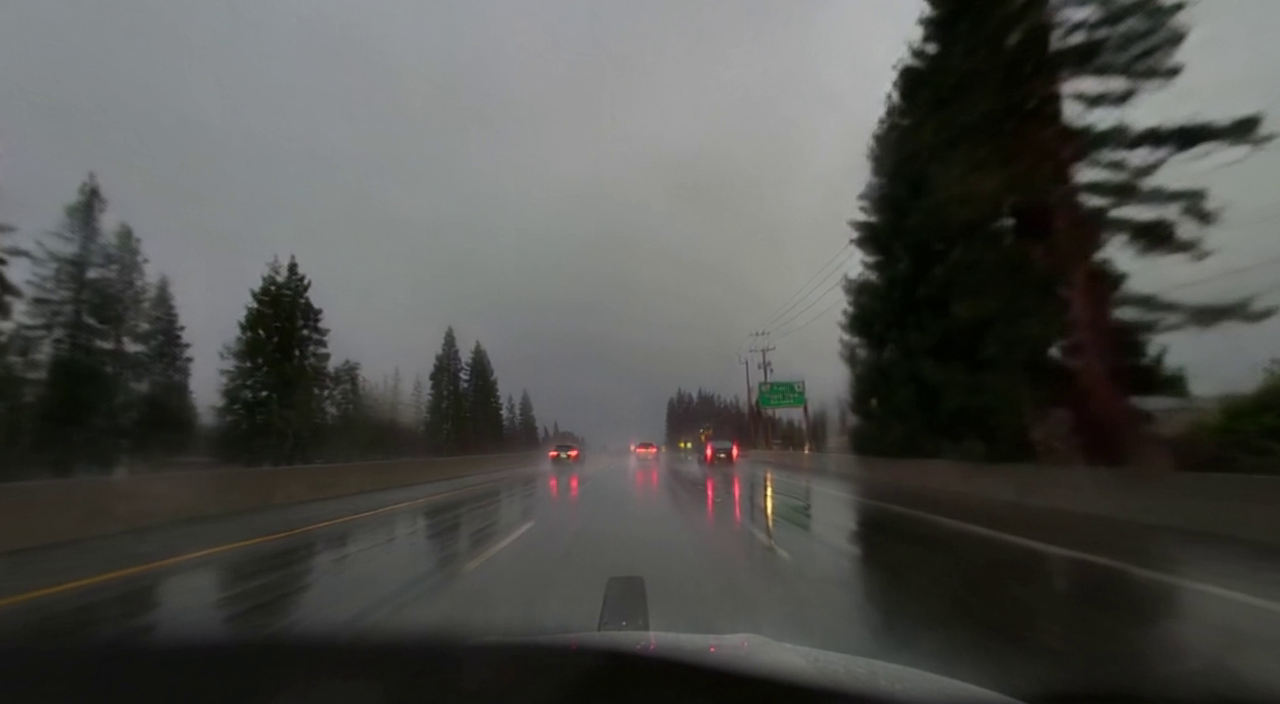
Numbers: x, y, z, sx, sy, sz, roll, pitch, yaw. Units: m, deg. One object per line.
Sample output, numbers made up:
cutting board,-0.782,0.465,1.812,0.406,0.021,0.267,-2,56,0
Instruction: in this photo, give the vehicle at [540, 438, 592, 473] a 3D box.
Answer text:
vehicle,-4.037,5.715,35.038,2.217,1.773,4.553,0,-8,1

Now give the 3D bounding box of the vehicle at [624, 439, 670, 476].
vehicle,0.331,5.042,30.409,2.049,1.620,4.153,0,-8,0

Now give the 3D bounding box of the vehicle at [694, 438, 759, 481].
vehicle,3.394,4.290,25.490,1.996,1.579,3.841,0,-8,-1

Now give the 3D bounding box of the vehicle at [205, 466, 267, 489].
vehicle,-31.658,9.827,49.566,1.866,1.590,4.434,0,-8,1
